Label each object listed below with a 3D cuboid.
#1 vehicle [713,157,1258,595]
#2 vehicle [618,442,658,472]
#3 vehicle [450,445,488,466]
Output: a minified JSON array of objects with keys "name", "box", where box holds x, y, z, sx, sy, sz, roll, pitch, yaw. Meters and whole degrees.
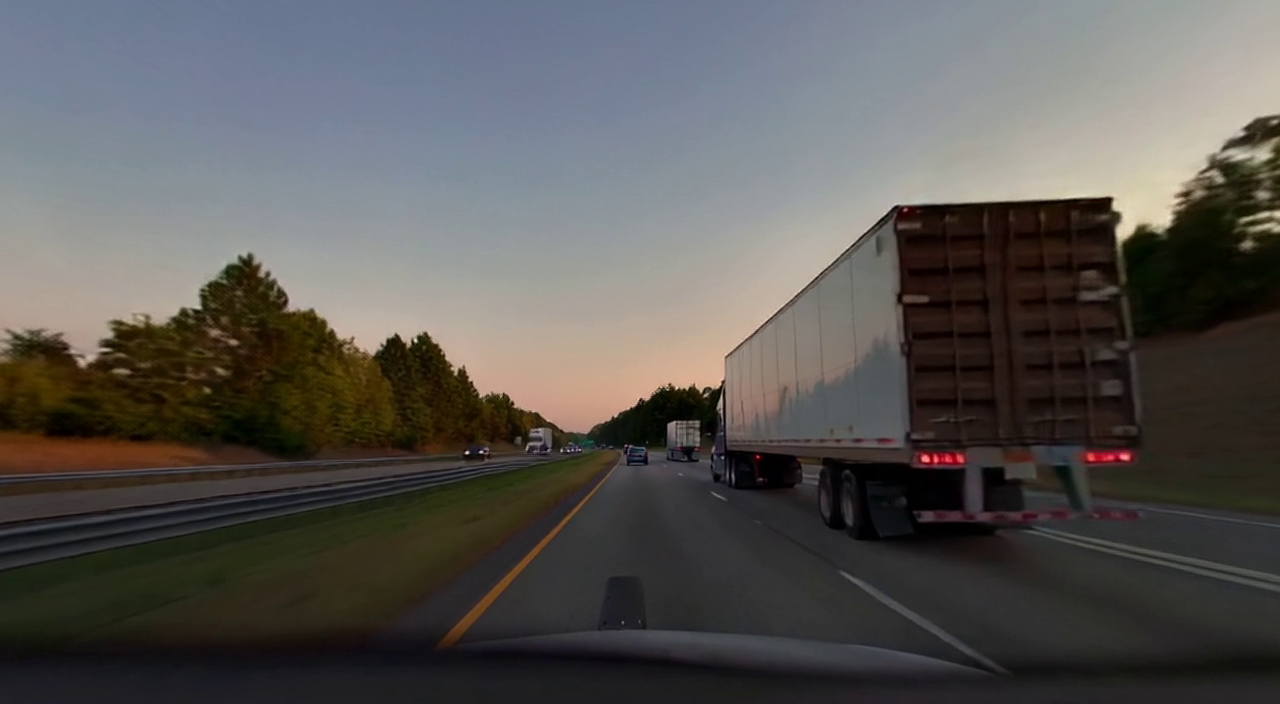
[{"name":"vehicle","box":[3.896,1.222,13.015,2.883,4.057,14.579,0,-9,-1]},{"name":"vehicle","box":[-0.133,5.778,34.803,2.051,1.513,4.511,0,-9,0]},{"name":"vehicle","box":[-13.460,8.154,49.838,1.827,1.507,4.508,0,-9,0]}]
